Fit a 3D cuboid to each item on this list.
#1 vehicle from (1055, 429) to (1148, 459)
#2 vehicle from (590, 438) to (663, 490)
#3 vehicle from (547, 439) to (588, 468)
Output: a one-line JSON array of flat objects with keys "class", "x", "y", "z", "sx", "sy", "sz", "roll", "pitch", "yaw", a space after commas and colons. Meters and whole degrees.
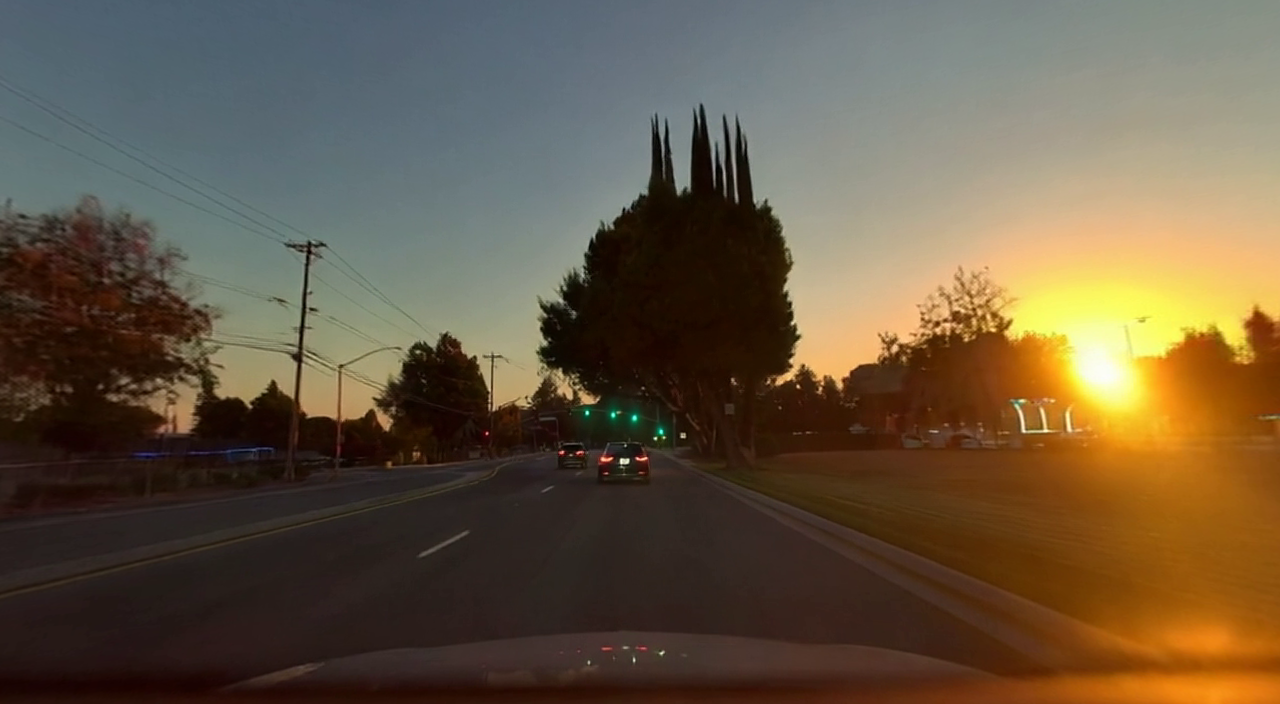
[{"class": "vehicle", "x": 35.191, "y": 7.069, "z": 48.302, "sx": 2.609, "sy": 2.110, "sz": 5.813, "roll": 0, "pitch": -9, "yaw": -1}, {"class": "vehicle", "x": -0.452, "y": 3.831, "z": 21.950, "sx": 2.235, "sy": 1.597, "sz": 4.918, "roll": 0, "pitch": -9, "yaw": -1}, {"class": "vehicle", "x": -4.675, "y": 6.640, "z": 41.151, "sx": 2.189, "sy": 1.776, "sz": 4.342, "roll": 0, "pitch": -9, "yaw": -1}]
